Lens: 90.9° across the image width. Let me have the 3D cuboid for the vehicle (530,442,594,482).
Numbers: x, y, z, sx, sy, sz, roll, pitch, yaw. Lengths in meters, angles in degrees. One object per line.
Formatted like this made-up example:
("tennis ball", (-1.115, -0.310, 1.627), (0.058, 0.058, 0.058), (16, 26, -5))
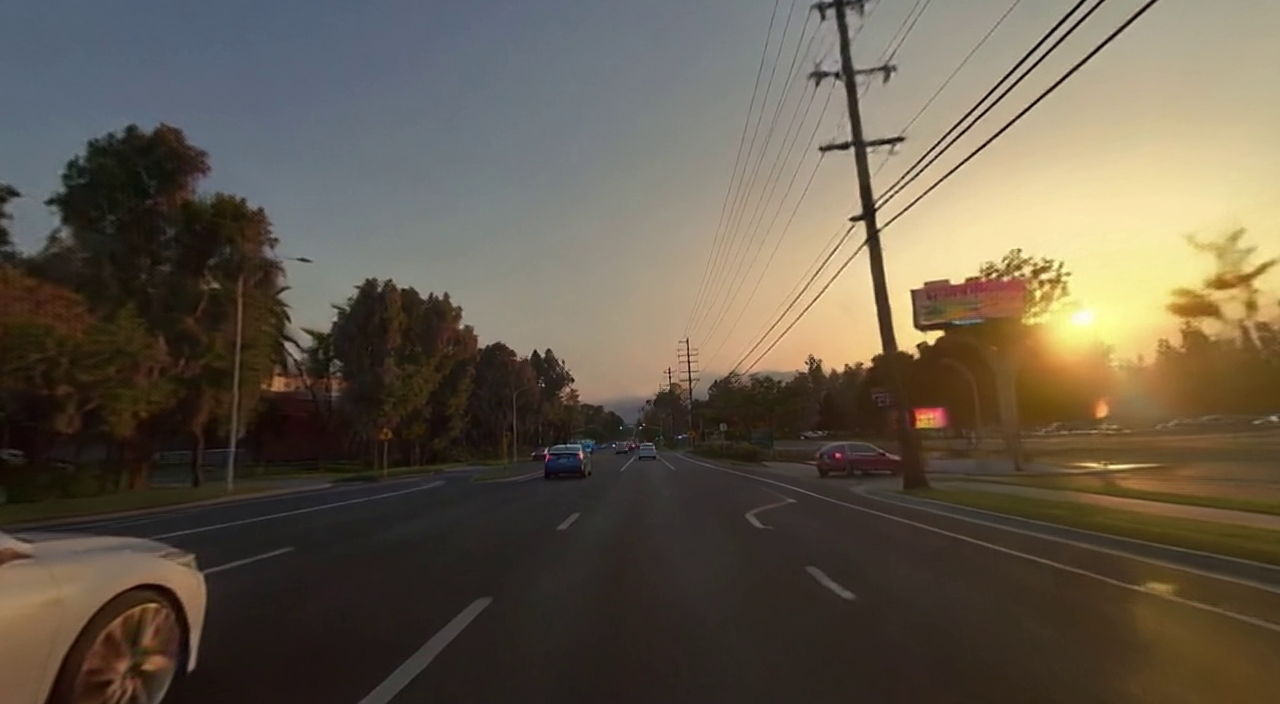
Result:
("vehicle", (-3.024, 4.381, 25.404), (1.982, 1.451, 4.152), (0, -9, 1))

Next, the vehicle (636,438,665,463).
("vehicle", (0.782, 7.489, 47.865), (2.155, 1.781, 3.977), (0, -9, 1))

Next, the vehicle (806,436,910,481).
("vehicle", (8.394, 4.029, 24.055), (2.062, 1.541, 4.420), (-8, -12, 43))

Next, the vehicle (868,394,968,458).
("vehicle", (20.055, 5.302, 46.234), (2.923, 4.081, 8.860), (-3, -5, -2))
